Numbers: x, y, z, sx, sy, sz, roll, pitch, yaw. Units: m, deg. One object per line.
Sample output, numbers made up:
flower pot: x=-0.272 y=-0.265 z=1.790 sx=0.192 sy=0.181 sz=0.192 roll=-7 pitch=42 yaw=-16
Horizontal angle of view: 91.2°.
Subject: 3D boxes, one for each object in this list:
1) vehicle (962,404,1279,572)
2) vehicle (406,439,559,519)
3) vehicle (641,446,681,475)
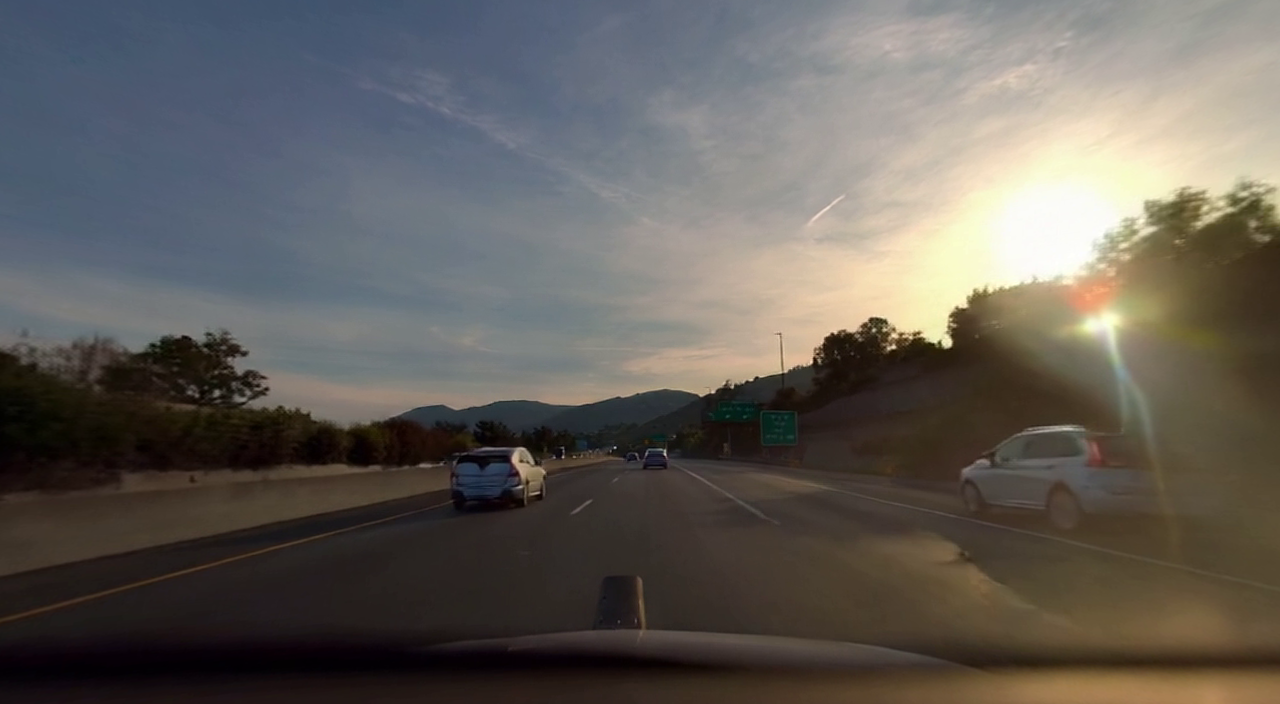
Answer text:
vehicle: x=6.351 y=1.683 z=8.446 sx=2.143 sy=1.667 sz=4.221 roll=-2 pitch=-9 yaw=7
vehicle: x=-3.526 y=2.921 z=14.978 sx=2.084 sy=1.594 sz=4.219 roll=-2 pitch=-9 yaw=8
vehicle: x=1.286 y=6.323 z=36.762 sx=1.969 sy=1.595 sz=3.964 roll=-2 pitch=-9 yaw=8
